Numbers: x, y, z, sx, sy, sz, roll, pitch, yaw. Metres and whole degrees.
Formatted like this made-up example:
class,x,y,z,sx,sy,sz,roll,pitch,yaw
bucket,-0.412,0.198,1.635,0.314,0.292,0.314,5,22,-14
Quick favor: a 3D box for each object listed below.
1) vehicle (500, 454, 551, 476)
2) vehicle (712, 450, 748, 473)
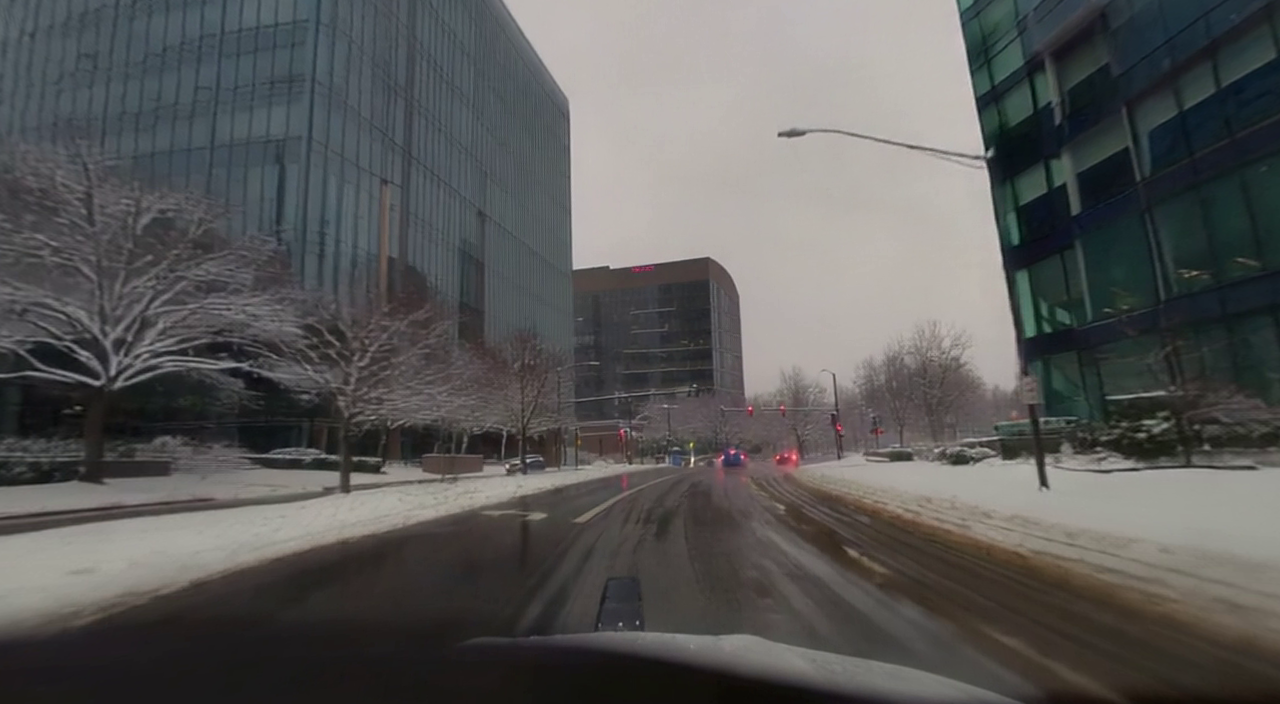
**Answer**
class,x,y,z,sx,sy,sz,roll,pitch,yaw
vehicle,-8.868,8.792,49.226,1.926,1.619,4.649,-3,-10,16
vehicle,6.346,7.642,43.959,2.127,1.497,4.020,-2,-9,13
